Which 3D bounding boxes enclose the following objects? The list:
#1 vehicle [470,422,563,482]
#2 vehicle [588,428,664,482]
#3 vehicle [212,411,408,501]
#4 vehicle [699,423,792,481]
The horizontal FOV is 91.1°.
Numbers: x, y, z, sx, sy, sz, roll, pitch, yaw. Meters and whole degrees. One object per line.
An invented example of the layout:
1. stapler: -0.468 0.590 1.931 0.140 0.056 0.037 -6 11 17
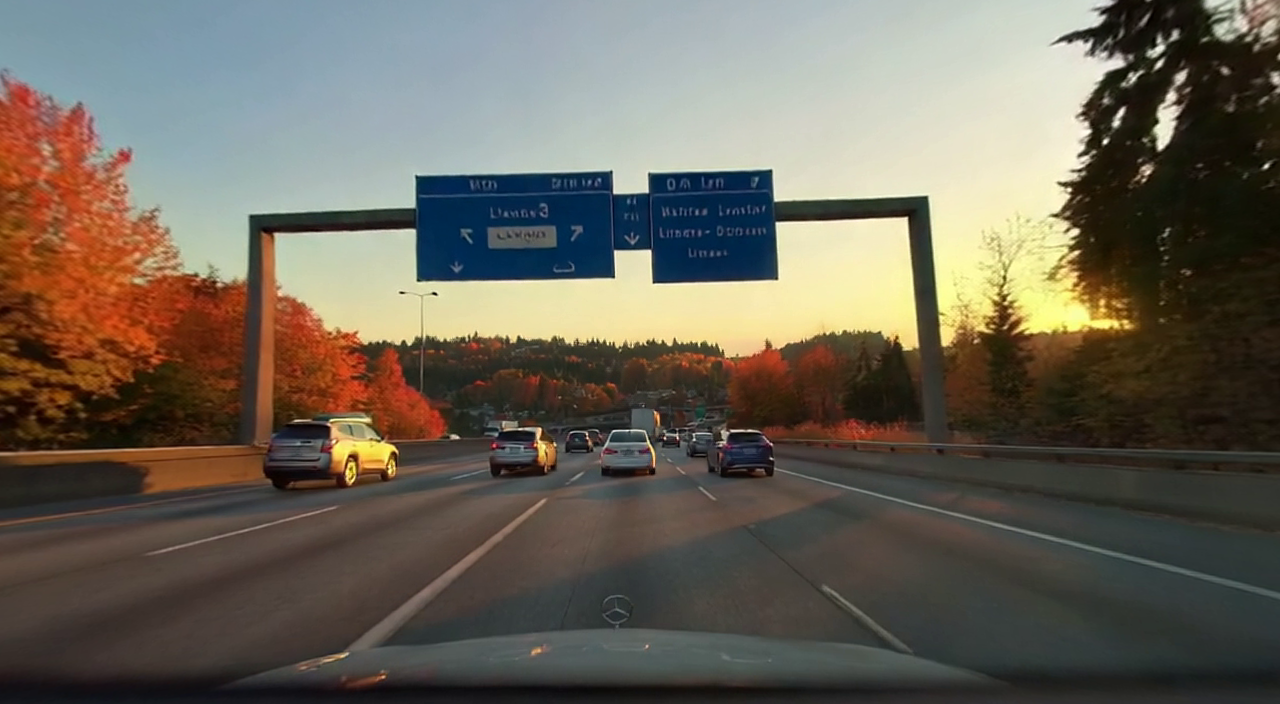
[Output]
1. vehicle: -3.785 3.130 20.042 2.064 1.672 4.277 0 -8 0
2. vehicle: -0.394 3.158 19.670 2.111 1.494 4.364 0 -8 0
3. vehicle: -7.540 2.418 15.093 2.117 1.779 4.745 0 -8 0
4. vehicle: 3.235 3.153 20.226 2.095 1.650 4.331 0 -8 -2
